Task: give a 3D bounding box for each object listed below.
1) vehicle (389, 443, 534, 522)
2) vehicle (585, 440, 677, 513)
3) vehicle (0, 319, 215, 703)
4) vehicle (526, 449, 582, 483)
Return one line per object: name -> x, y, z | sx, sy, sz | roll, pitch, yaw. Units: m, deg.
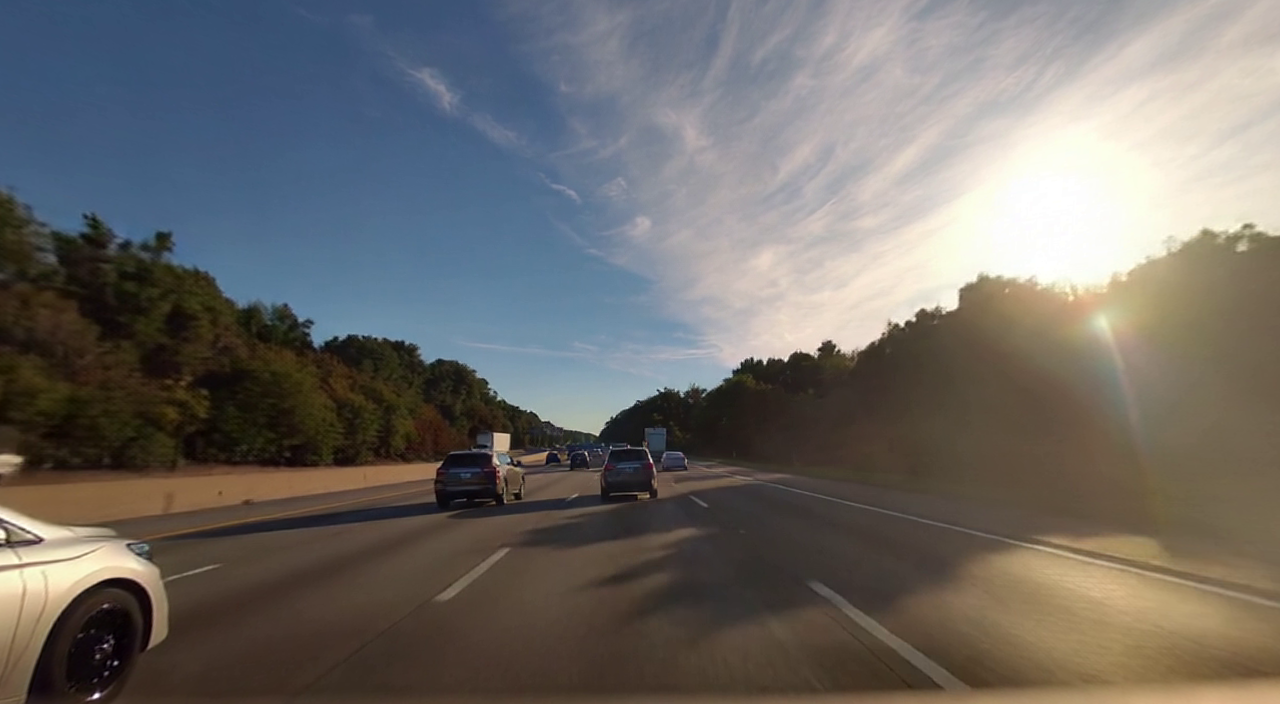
vehicle -> -3.816, 2.869, 14.397 | 1.988, 1.501, 4.438 | 0, -9, 0
vehicle -> -0.203, 3.010, 15.579 | 1.996, 1.574, 3.426 | 0, -9, 0
vehicle -> -3.964, 0.620, 1.592 | 2.243, 1.889, 4.949 | 0, -9, 1
vehicle -> -4.011, 5.368, 30.096 | 1.999, 1.484, 4.269 | 0, -9, 1
